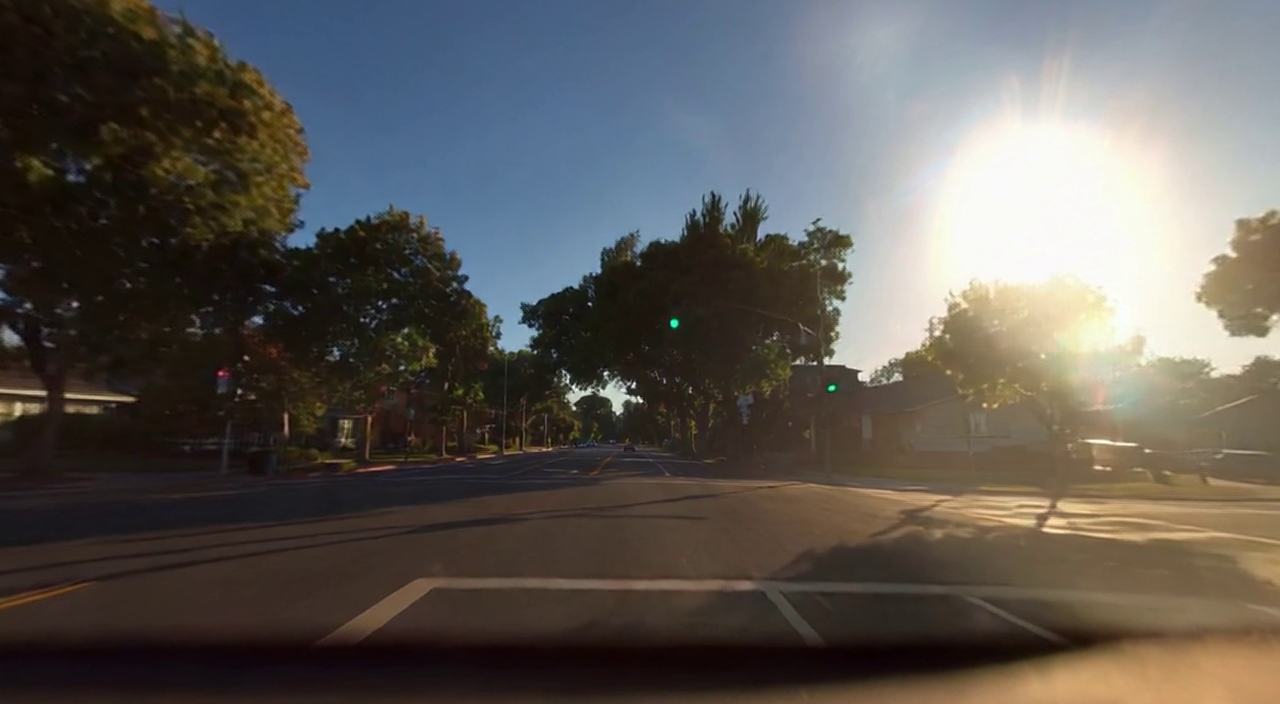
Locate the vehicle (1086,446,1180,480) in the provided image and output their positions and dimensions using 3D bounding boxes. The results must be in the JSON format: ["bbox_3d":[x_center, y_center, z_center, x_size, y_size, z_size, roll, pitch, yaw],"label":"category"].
[{"bbox_3d":[27.087,6.103,34.778,3.878,1.462,1.783,5,-7,-5],"label":"vehicle"}]
